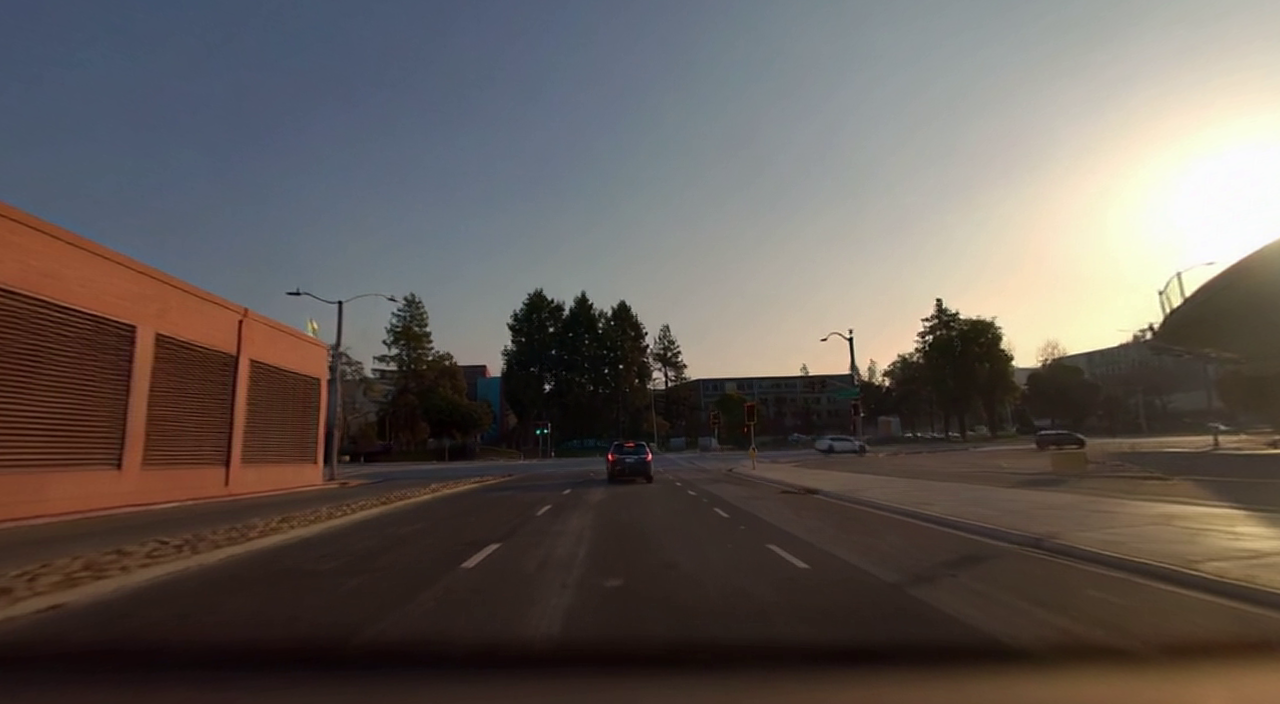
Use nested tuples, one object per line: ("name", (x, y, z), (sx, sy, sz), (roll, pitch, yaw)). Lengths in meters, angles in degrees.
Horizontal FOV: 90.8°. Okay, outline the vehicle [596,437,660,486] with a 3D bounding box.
("vehicle", (-0.459, 4.132, 24.158), (2.218, 1.657, 4.551), (0, -9, -1))
